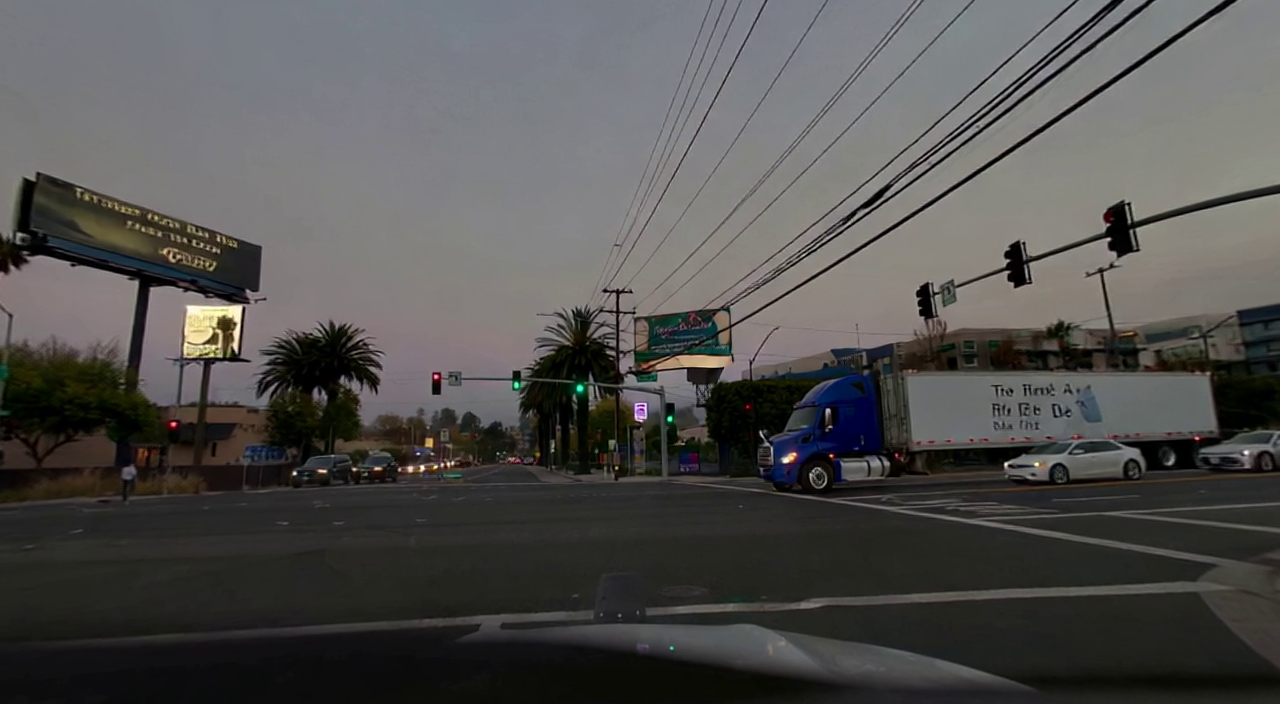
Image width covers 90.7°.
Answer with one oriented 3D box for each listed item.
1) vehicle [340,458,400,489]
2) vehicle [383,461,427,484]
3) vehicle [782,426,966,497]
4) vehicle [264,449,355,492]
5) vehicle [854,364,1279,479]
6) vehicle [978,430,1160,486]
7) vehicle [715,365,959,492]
[{"bbox_3d":[-17.455,7.848,41.181,2.028,1.744,4.876,0,-9,-4],"label":"vehicle"},{"bbox_3d":[-18.251,9.377,49.367,1.834,1.521,4.970,0,-9,-4],"label":"vehicle"},{"bbox_3d":[7.603,3.593,20.835,5.079,1.893,2.200,-2,-10,-10],"label":"vehicle"},{"bbox_3d":[-21.850,7.836,42.274,2.989,2.573,6.053,0,-9,-2],"label":"vehicle"},{"bbox_3d":[17.472,2.849,25.727,17.071,4.151,2.876,1,-9,-9],"label":"vehicle"},{"bbox_3d":[14.591,3.632,21.683,4.958,1.510,1.949,-2,-10,-8],"label":"vehicle"},{"bbox_3d":[7.281,2.904,24.058,8.167,4.352,3.029,1,-9,-9],"label":"vehicle"}]
